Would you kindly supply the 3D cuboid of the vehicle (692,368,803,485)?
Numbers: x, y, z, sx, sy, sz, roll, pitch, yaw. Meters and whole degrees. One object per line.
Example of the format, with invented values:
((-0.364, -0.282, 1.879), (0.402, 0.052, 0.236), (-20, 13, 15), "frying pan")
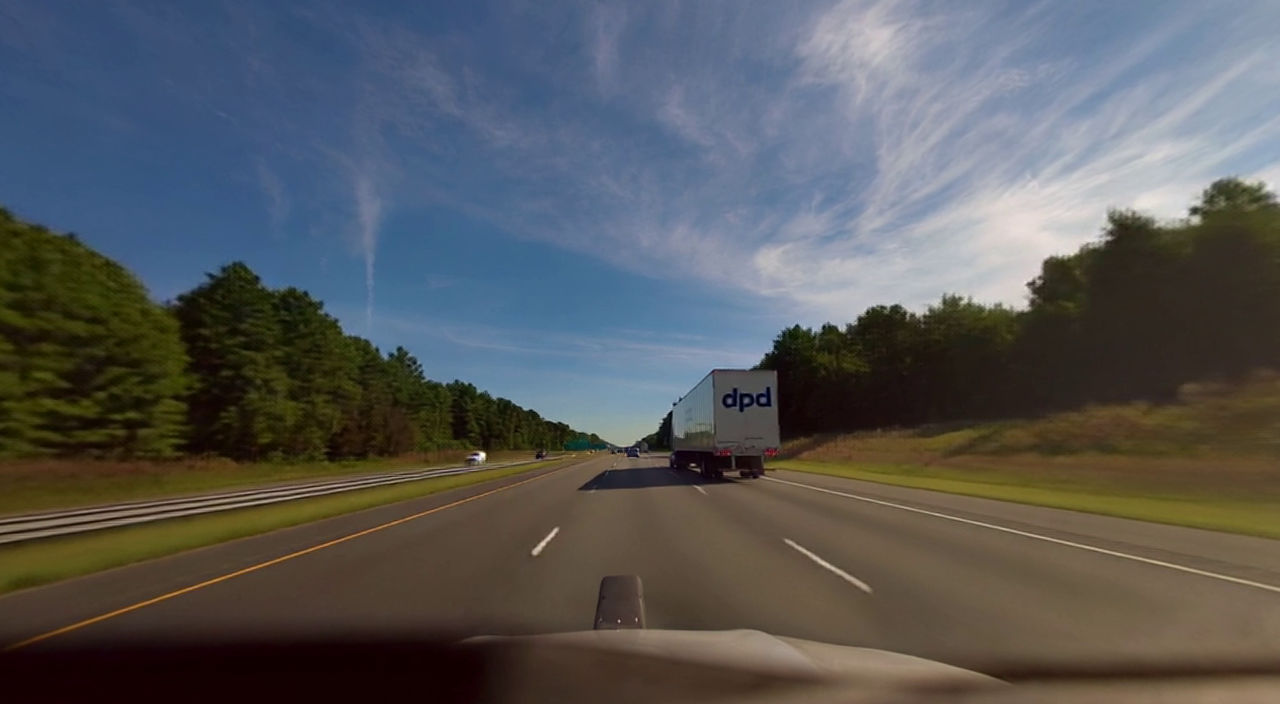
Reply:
((3.965, 3.148, 25.496), (2.856, 3.933, 8.334), (0, -9, -1), "vehicle")
